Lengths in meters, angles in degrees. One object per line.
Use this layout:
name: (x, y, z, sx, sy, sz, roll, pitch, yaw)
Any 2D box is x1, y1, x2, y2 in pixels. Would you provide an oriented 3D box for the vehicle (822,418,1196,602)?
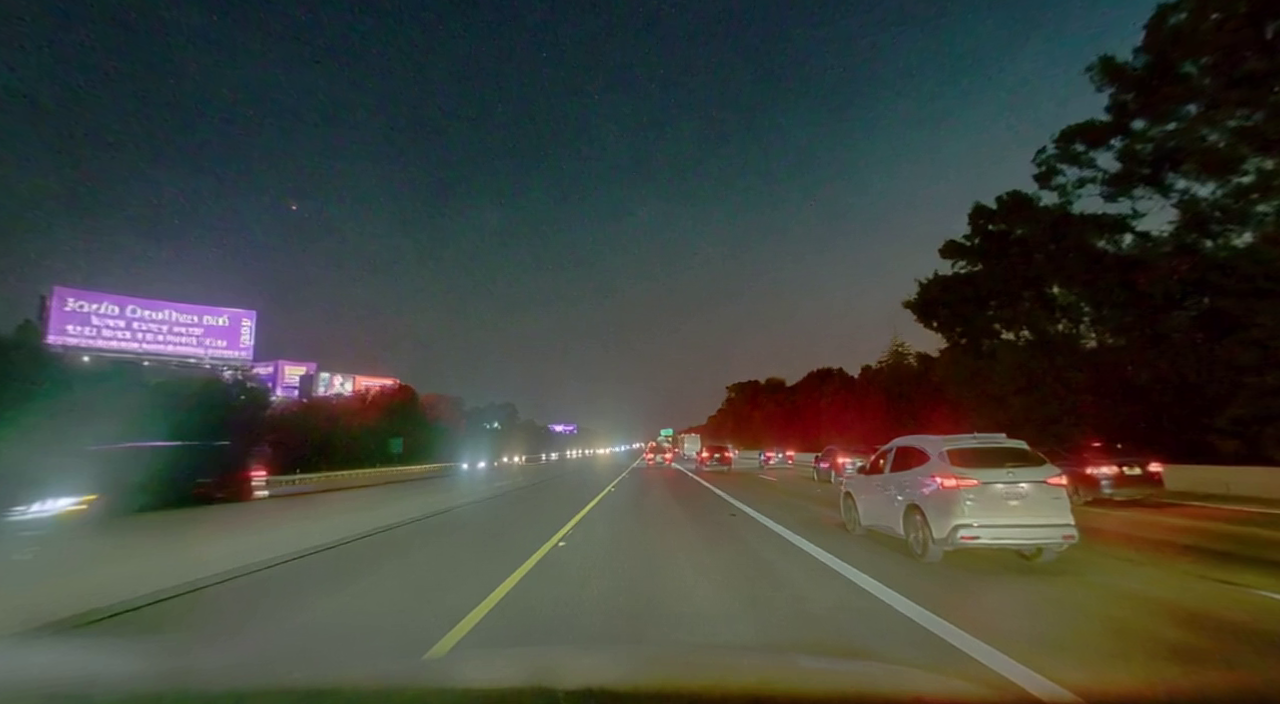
vehicle: (3.930, 1.728, 7.867, 1.989, 1.609, 4.355, 0, -8, 0)

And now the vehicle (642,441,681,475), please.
vehicle: (1.181, 6.080, 36.444, 2.145, 1.832, 4.004, 0, -8, 0)

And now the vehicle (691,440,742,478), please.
vehicle: (3.972, 5.607, 33.513, 2.075, 1.845, 4.667, 0, -8, -1)

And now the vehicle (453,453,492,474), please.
vehicle: (-13.145, 8.763, 49.783, 1.843, 1.461, 4.292, -1, -8, 1)

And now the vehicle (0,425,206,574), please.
vehicle: (-9.918, 2.270, 10.266, 2.277, 2.018, 4.739, -1, -8, 0)
